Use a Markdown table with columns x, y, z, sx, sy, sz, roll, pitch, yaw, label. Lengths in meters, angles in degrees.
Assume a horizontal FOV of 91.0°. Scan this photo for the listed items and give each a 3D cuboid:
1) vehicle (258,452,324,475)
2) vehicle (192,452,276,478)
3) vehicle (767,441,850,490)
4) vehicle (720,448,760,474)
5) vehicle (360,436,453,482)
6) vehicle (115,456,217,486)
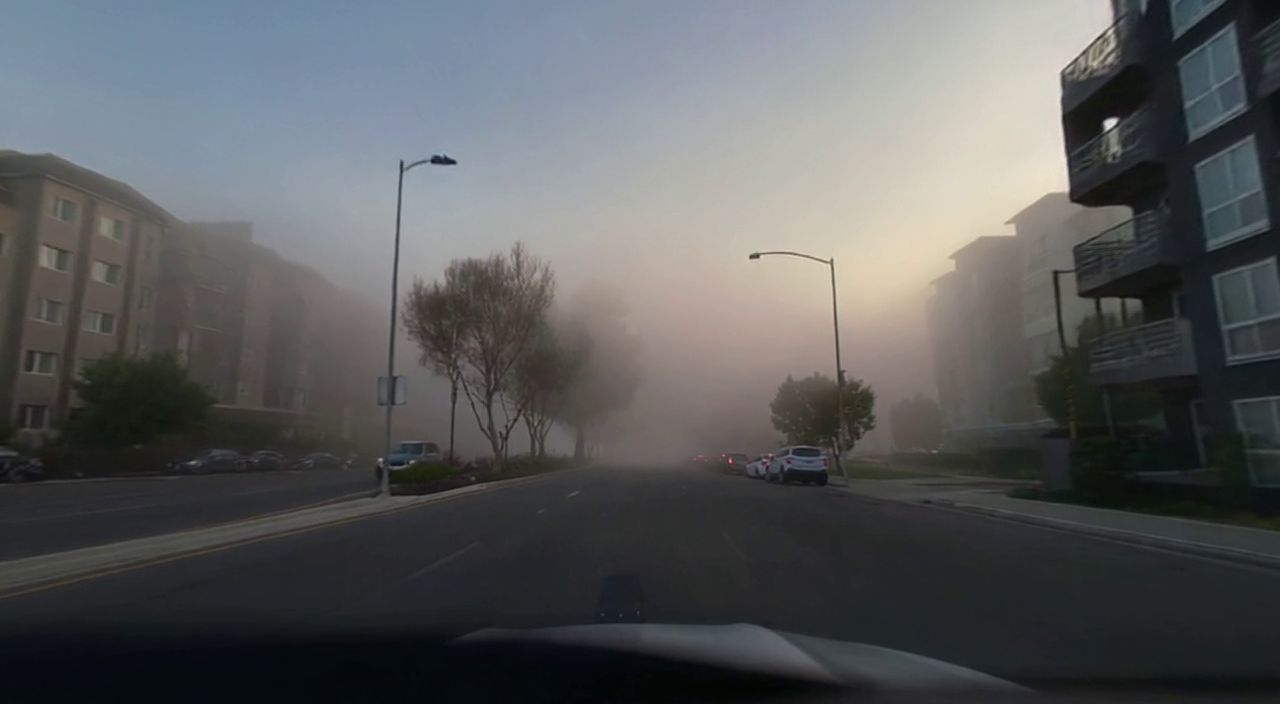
| x | y | z | sx | sy | sz | roll | pitch | yaw | label |
| --- | --- | --- | --- | --- | --- | --- | --- | --- | --- |
| -25.225 | 8.054 | 45.702 | 1.909 | 1.579 | 4.744 | 0 | -9 | 2 | vehicle |
| -25.556 | 7.090 | 39.852 | 1.939 | 1.514 | 4.793 | 0 | -9 | 3 | vehicle |
| 7.100 | 4.831 | 27.156 | 2.241 | 1.877 | 4.810 | 0 | -9 | 0 | vehicle |
| 6.848 | 7.485 | 43.575 | 2.078 | 1.699 | 4.292 | 0 | -9 | 0 | vehicle |
| -11.796 | 5.451 | 32.448 | 2.445 | 2.105 | 5.995 | 0 | -9 | 0 | vehicle |
| -25.728 | 6.448 | 34.414 | 1.931 | 1.427 | 4.578 | 0 | -9 | 1 | vehicle |
